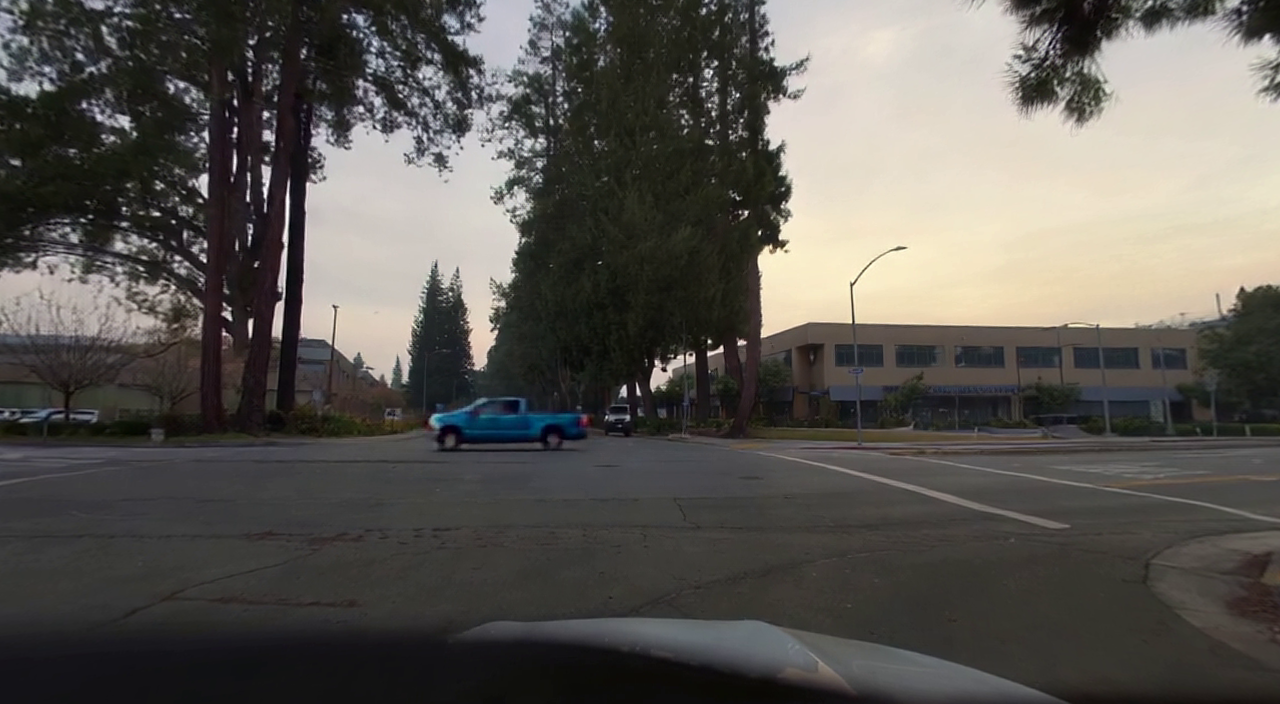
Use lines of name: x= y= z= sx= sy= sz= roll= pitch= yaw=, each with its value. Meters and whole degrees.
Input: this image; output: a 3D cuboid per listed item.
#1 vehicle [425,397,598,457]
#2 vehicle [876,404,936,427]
vehicle: x=-4.237 y=2.551 z=20.952 sx=5.333 sy=1.837 sz=2.124 roll=2 pitch=-9 yaw=-13
vehicle: x=19.828 y=4.759 z=46.701 sx=4.674 sy=1.483 sz=1.745 roll=6 pitch=-10 yaw=-34
